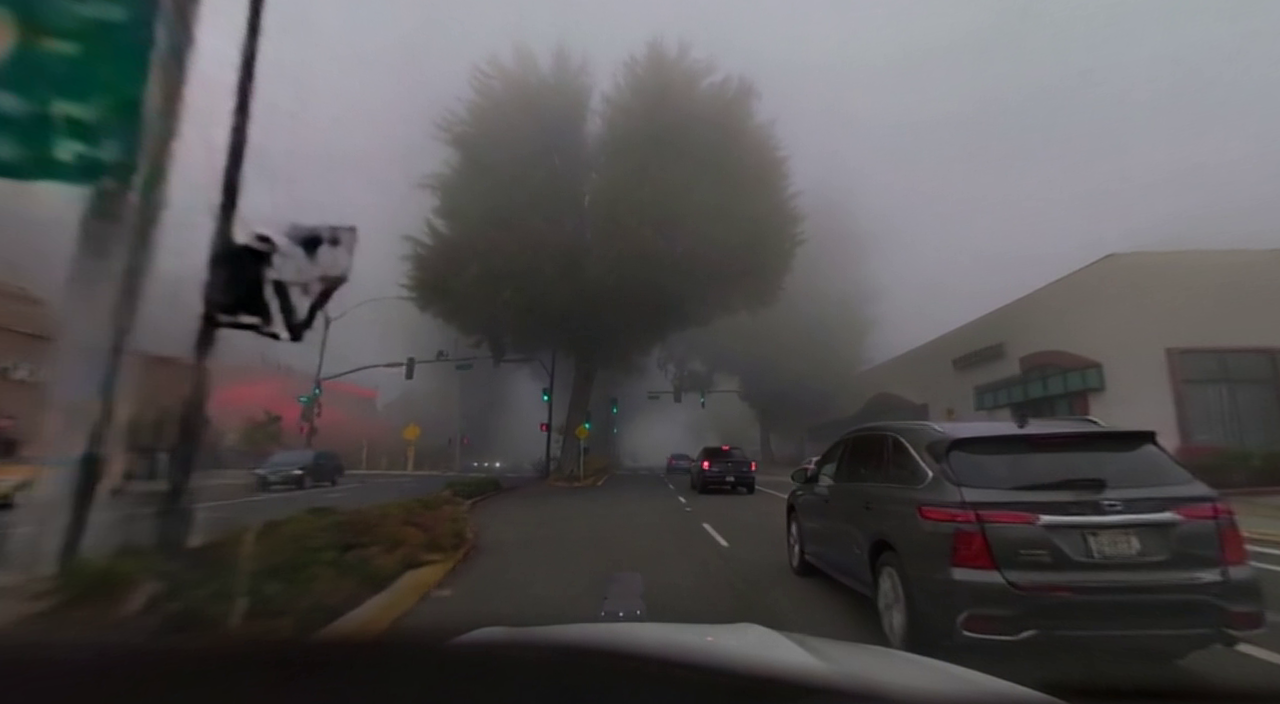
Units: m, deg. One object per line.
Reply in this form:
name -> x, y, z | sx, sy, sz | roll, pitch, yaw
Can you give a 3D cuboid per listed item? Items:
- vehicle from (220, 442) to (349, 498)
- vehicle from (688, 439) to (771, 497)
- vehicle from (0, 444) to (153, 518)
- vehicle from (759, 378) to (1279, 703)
vehicle -> -13.498, 4.462, 24.320 | 2.097, 1.912, 4.828 | 0, -9, 0
vehicle -> 2.759, 3.710, 20.460 | 1.999, 1.679, 4.217 | 0, -9, -1
vehicle -> -17.727, 3.732, 18.749 | 2.263, 1.887, 5.170 | 0, -9, 0
vehicle -> 2.643, 1.370, 5.700 | 2.183, 1.720, 4.842 | 0, -9, 0
